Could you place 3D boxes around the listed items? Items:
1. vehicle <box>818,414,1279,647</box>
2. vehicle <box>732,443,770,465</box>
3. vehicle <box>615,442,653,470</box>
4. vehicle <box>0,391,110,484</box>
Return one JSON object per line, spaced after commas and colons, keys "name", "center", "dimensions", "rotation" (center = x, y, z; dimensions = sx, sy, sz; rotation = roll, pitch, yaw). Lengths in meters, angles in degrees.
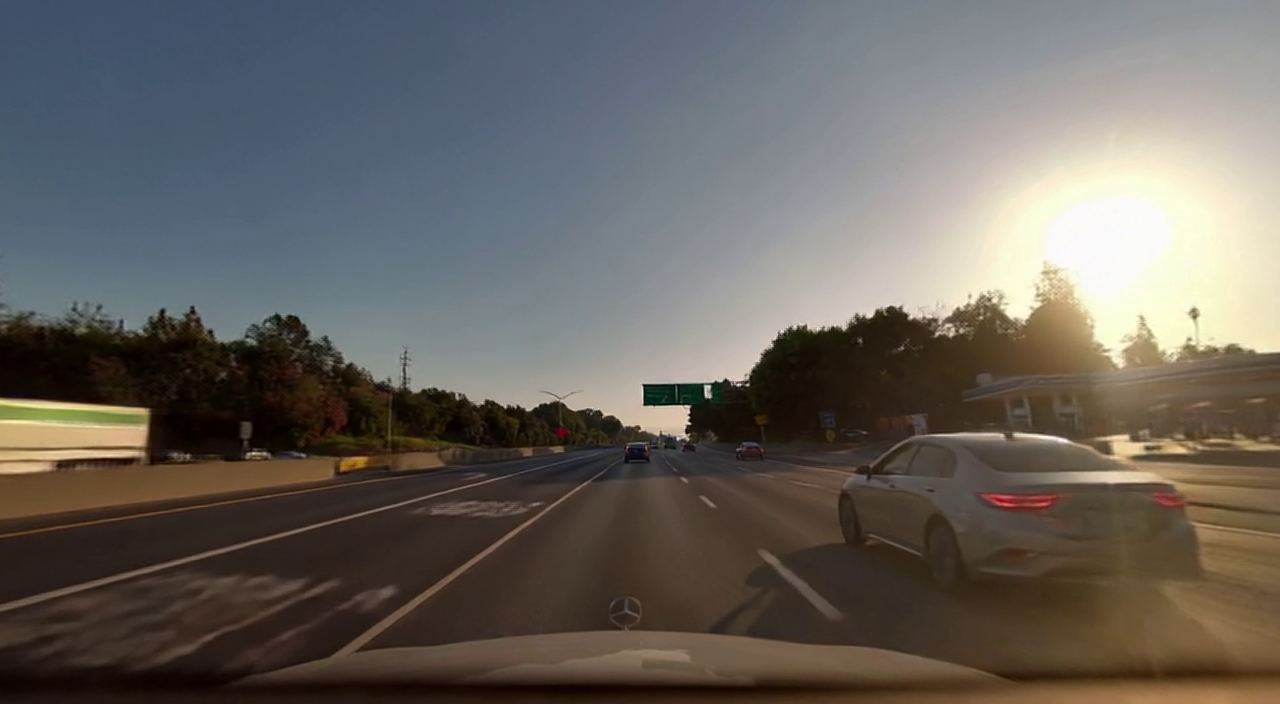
{"name": "vehicle", "center": [3.588, 1.505, 6.479], "dimensions": [2.172, 1.490, 4.668], "rotation": [0, -8, 0]}
{"name": "vehicle", "center": [7.770, 7.193, 44.495], "dimensions": [1.867, 1.463, 4.295], "rotation": [0, -8, -1]}
{"name": "vehicle", "center": [-0.331, 5.771, 35.155], "dimensions": [1.999, 1.473, 4.351], "rotation": [0, -8, 0]}
{"name": "vehicle", "center": [-29.074, 3.659, 26.940], "dimensions": [2.967, 3.957, 11.098], "rotation": [0, -8, 1]}
